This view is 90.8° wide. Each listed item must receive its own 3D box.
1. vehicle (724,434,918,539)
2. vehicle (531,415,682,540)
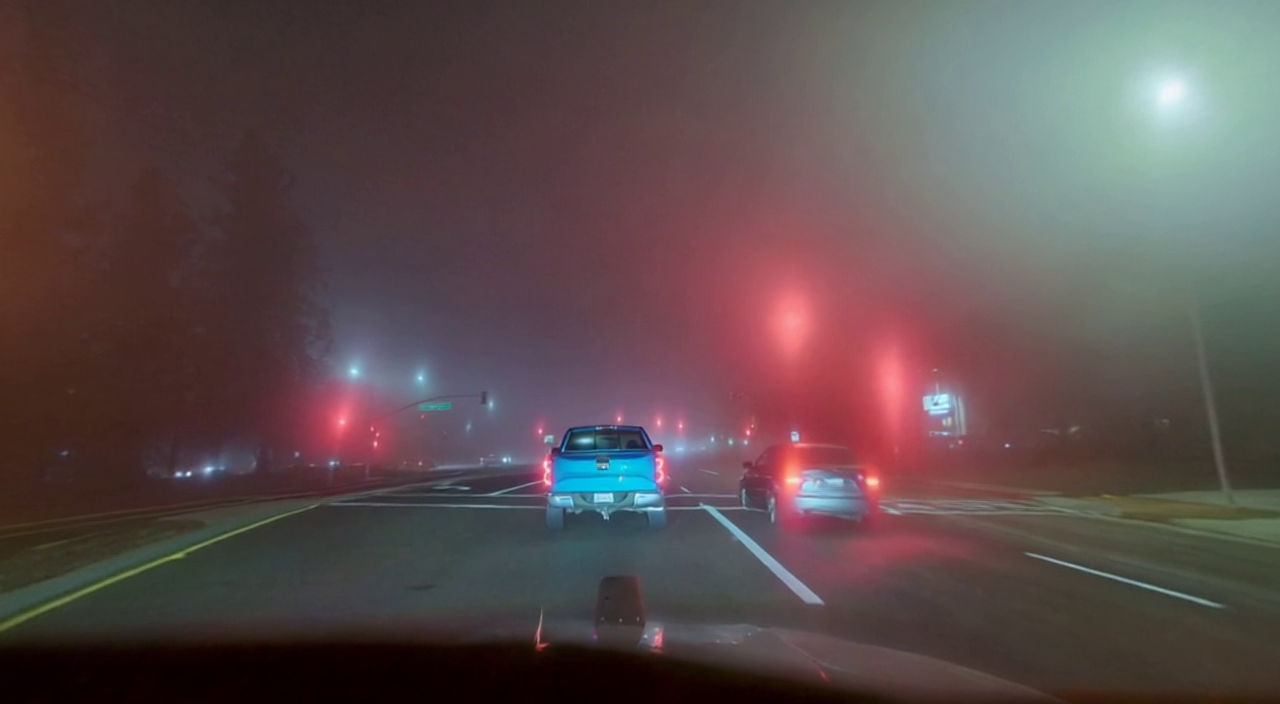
[{"bbox_3d":[2.922,2.278,11.410,2.073,1.484,4.437,0,-8,-2],"label":"vehicle"},{"bbox_3d":[-0.495,2.149,11.454,2.145,1.762,4.731,0,-8,-1],"label":"vehicle"}]
